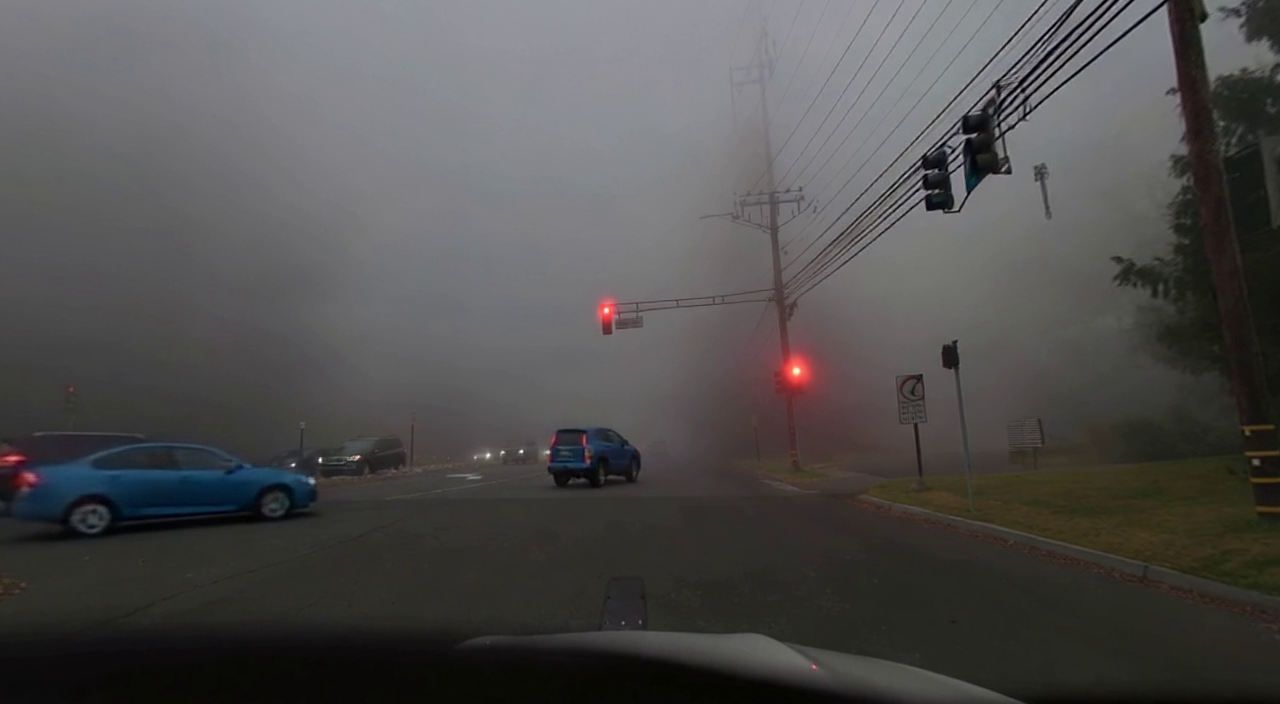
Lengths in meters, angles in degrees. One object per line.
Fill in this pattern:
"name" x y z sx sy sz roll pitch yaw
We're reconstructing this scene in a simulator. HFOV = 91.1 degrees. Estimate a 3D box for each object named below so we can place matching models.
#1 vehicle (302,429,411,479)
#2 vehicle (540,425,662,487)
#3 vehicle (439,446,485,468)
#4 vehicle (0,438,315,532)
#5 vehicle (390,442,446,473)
"vehicle" -13.121 4.766 29.620 2.350 2.104 5.828 0 -8 1
"vehicle" -1.225 3.805 23.378 2.137 1.986 5.930 -4 -9 22
"vehicle" -12.671 7.486 44.911 1.841 1.477 4.485 0 -8 1
"vehicle" -8.858 2.365 11.809 4.529 1.455 2.019 6 -10 -35
"vehicle" -13.229 6.303 37.627 1.772 1.647 4.221 -4 -9 0
